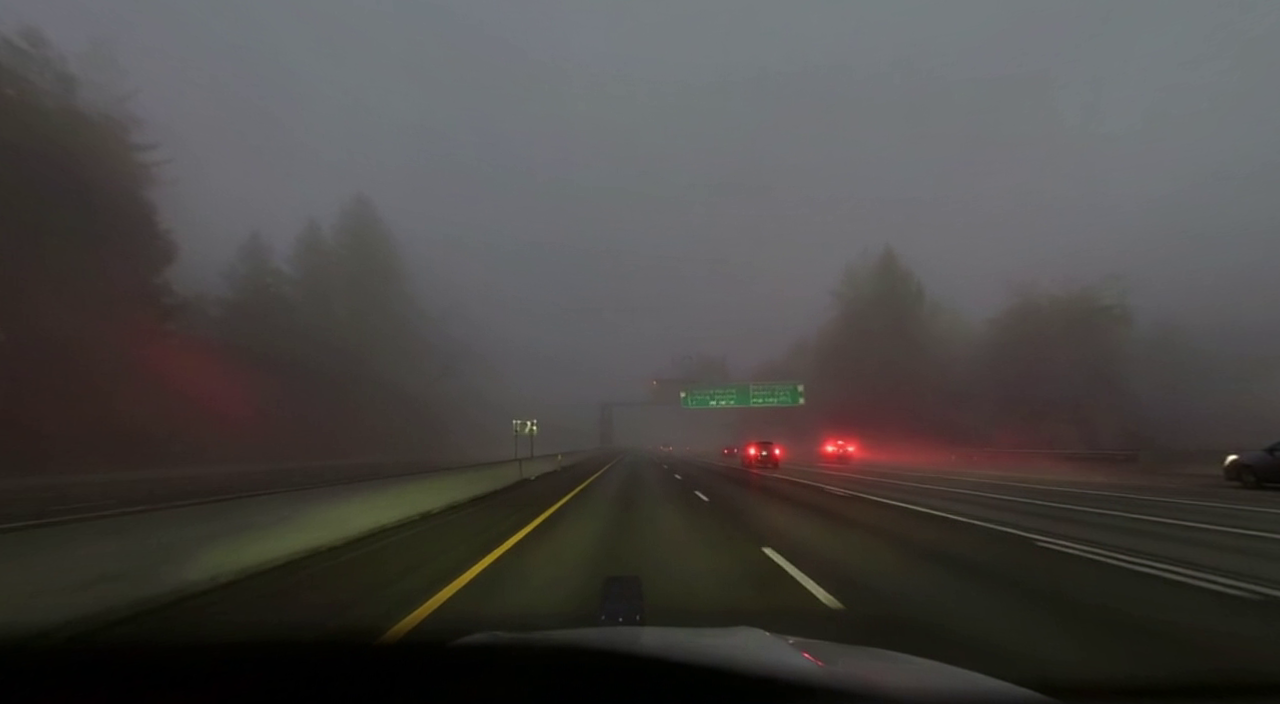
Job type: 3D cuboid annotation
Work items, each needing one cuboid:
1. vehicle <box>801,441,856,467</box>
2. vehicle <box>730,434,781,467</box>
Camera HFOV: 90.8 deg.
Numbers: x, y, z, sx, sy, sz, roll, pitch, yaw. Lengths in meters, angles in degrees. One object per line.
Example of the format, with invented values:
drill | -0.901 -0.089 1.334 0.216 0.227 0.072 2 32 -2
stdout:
vehicle | 11.211 6.092 37.834 1.931 1.479 4.183 0 -8 -1
vehicle | 6.777 5.862 37.580 2.098 1.820 4.505 0 -8 -2
